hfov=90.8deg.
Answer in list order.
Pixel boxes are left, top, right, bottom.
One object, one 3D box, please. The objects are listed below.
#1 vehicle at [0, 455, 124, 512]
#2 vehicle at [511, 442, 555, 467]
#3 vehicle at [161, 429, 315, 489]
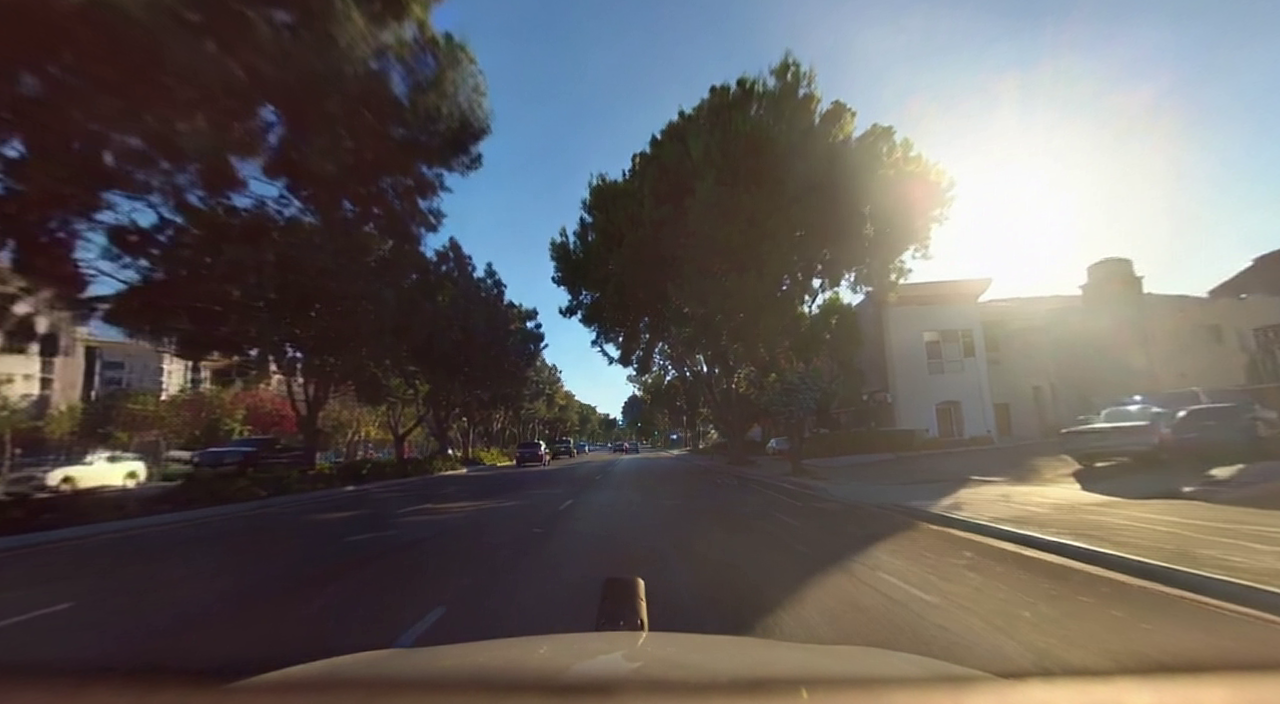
[{"bbox_3d":[-17.927,3.797,18.620,1.794,1.449,4.384,0,-9,-1],"label":"vehicle"},{"bbox_3d":[-6.590,6.352,39.288,1.970,1.456,4.441,0,-9,0],"label":"vehicle"},{"bbox_3d":[-15.024,4.032,24.140,2.326,2.030,5.373,0,-9,0],"label":"vehicle"}]
